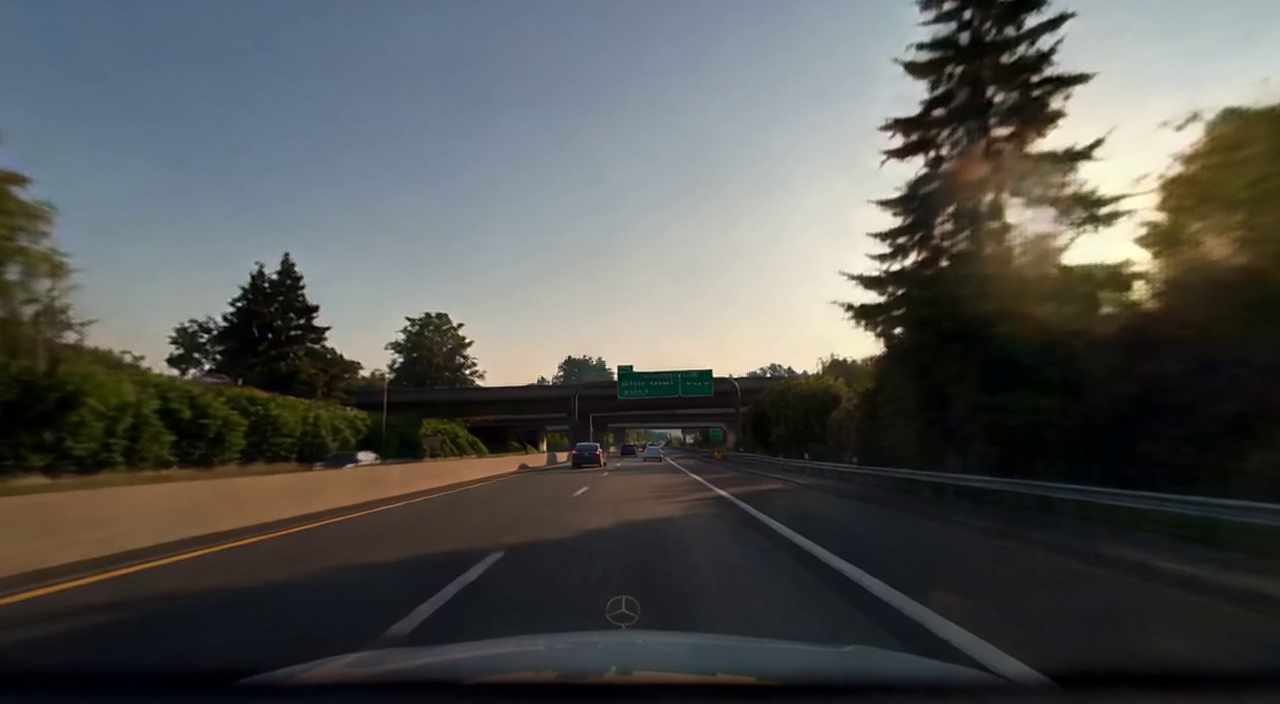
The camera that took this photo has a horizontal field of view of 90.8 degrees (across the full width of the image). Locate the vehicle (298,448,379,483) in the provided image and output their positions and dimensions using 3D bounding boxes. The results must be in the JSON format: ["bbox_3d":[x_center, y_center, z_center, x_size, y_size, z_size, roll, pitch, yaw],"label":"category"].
[{"bbox_3d":[-16.301,6.134,34.396,1.998,1.712,4.578,-1,-9,2],"label":"vehicle"}]

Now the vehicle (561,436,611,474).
[{"bbox_3d":[-2.758,5.395,33.286,2.143,1.853,4.123,0,-8,2],"label":"vehicle"}]
